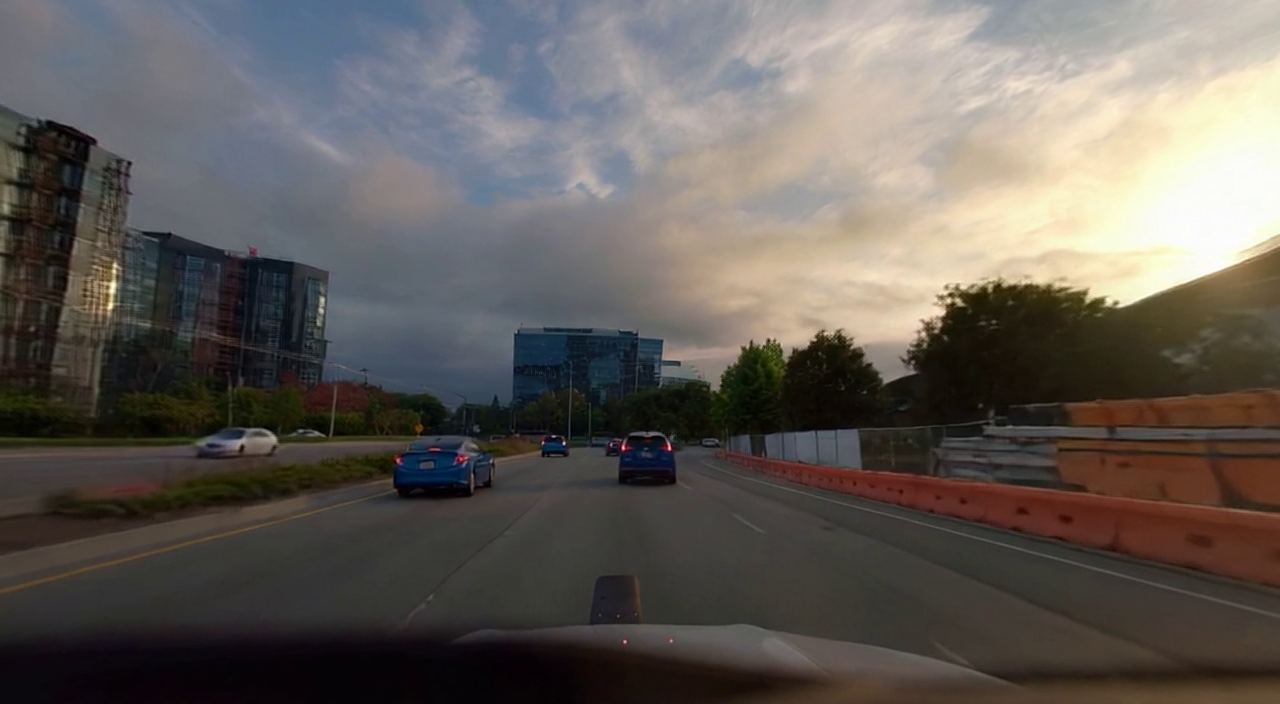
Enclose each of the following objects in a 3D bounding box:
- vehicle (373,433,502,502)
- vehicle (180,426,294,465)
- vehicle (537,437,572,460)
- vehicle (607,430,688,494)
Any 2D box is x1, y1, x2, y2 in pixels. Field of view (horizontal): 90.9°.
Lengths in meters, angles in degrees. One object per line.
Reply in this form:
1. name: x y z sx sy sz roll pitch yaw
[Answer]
1. vehicle: -4.675 2.690 15.202 1.848 1.406 4.013 0 -8 -1
2. vehicle: -15.920 3.715 25.185 1.758 1.383 4.409 0 -8 -2
3. vehicle: -5.709 6.481 42.657 1.888 1.486 4.310 0 -8 -2
4. vehicle: 0.272 2.853 16.760 1.913 1.499 3.581 0 -8 3
